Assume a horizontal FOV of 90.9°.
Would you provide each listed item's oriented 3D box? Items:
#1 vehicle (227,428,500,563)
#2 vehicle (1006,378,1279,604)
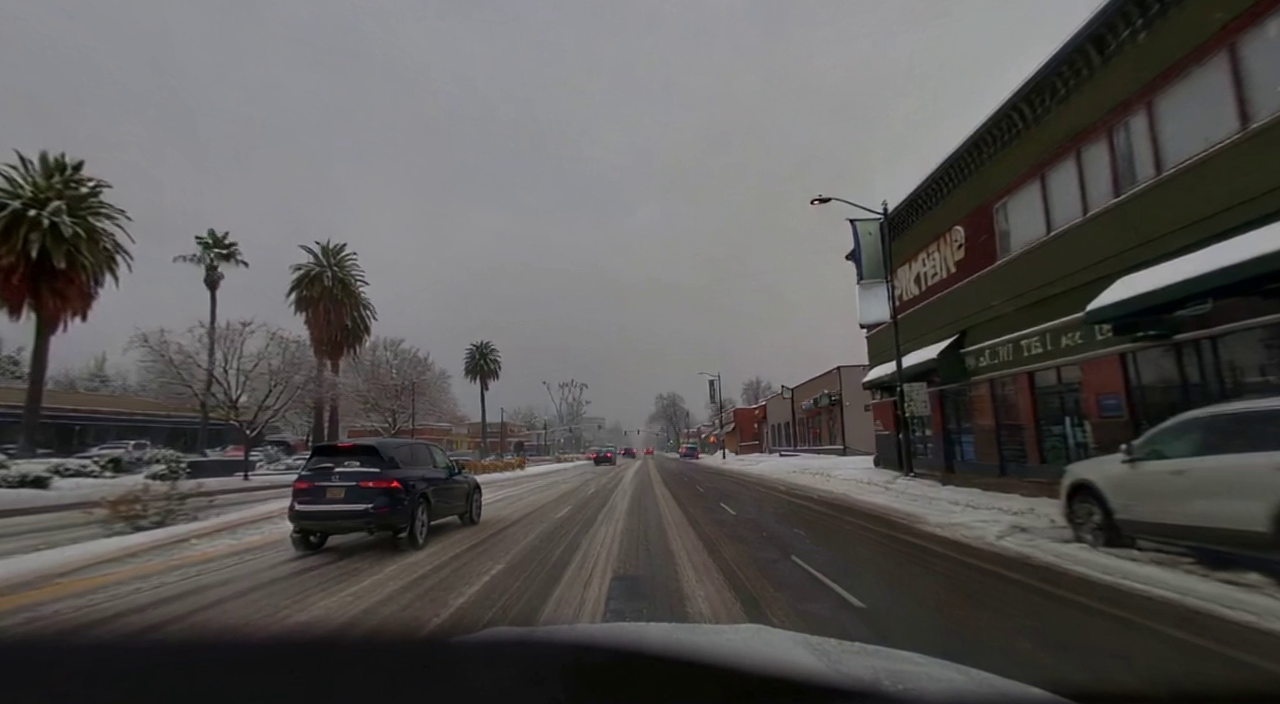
[{"bbox_3d":[-3.642,1.970,9.440,2.032,1.511,4.424,0,-9,1],"label":"vehicle"},{"bbox_3d":[6.444,1.246,5.843,2.214,1.865,6.549,0,-9,0],"label":"vehicle"}]
